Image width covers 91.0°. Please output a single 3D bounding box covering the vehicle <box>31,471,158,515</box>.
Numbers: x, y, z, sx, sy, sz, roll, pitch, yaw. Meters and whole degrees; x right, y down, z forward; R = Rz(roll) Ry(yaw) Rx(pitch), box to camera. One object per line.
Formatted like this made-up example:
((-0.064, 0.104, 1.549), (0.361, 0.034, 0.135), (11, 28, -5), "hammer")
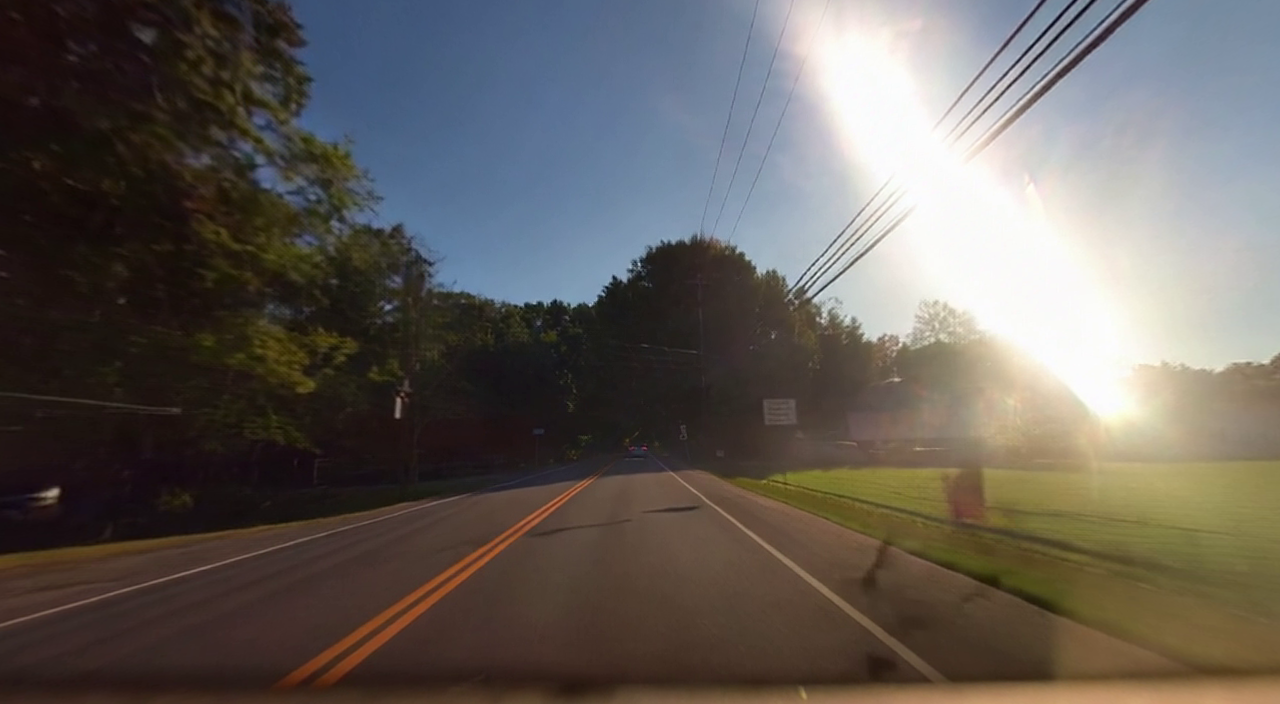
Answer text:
((-28.406, 7.335, 32.897), (4.729, 1.830, 2.178), (-4, -9, 3), "vehicle")
